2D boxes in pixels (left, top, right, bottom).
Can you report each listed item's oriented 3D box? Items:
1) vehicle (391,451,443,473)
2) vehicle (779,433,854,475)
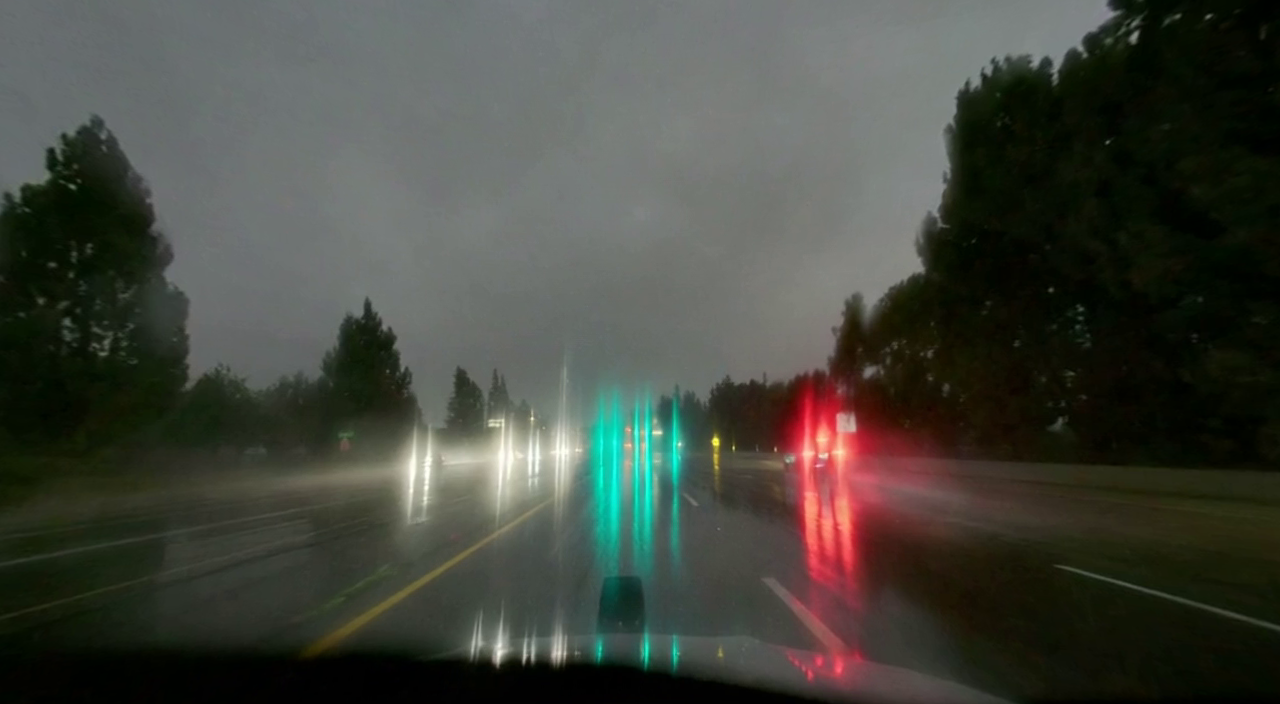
[{"bbox_3d":[-15.664,7.736,44.500,1.889,1.463,4.690,0,-9,1],"label":"vehicle"},{"bbox_3d":[8.268,4.817,29.988,2.170,1.830,4.720,0,-9,0],"label":"vehicle"}]
